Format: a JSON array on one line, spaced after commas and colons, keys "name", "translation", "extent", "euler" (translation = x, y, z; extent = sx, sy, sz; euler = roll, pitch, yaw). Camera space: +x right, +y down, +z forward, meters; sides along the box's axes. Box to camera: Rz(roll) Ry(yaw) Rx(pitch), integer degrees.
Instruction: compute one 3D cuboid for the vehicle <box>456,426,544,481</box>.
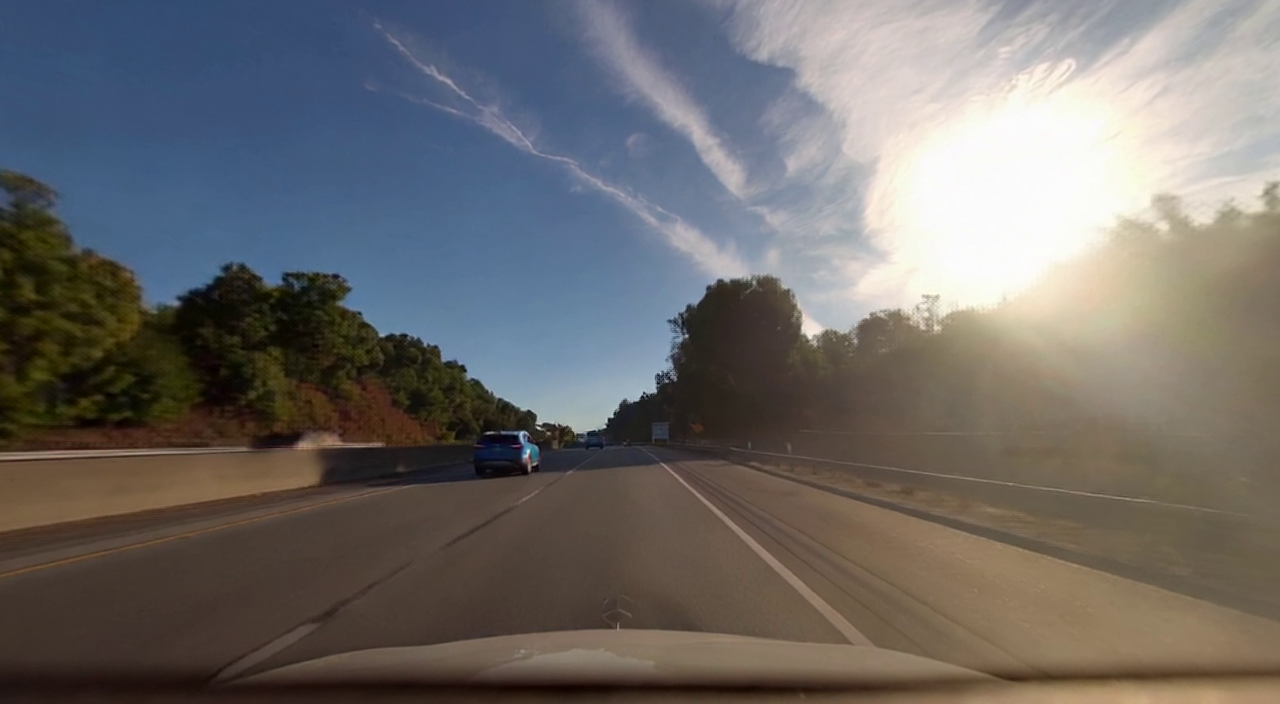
[{"name": "vehicle", "translation": [-4.651, 3.420, 21.602], "extent": [2.070, 1.647, 4.577], "euler": [0, -8, -1]}]
